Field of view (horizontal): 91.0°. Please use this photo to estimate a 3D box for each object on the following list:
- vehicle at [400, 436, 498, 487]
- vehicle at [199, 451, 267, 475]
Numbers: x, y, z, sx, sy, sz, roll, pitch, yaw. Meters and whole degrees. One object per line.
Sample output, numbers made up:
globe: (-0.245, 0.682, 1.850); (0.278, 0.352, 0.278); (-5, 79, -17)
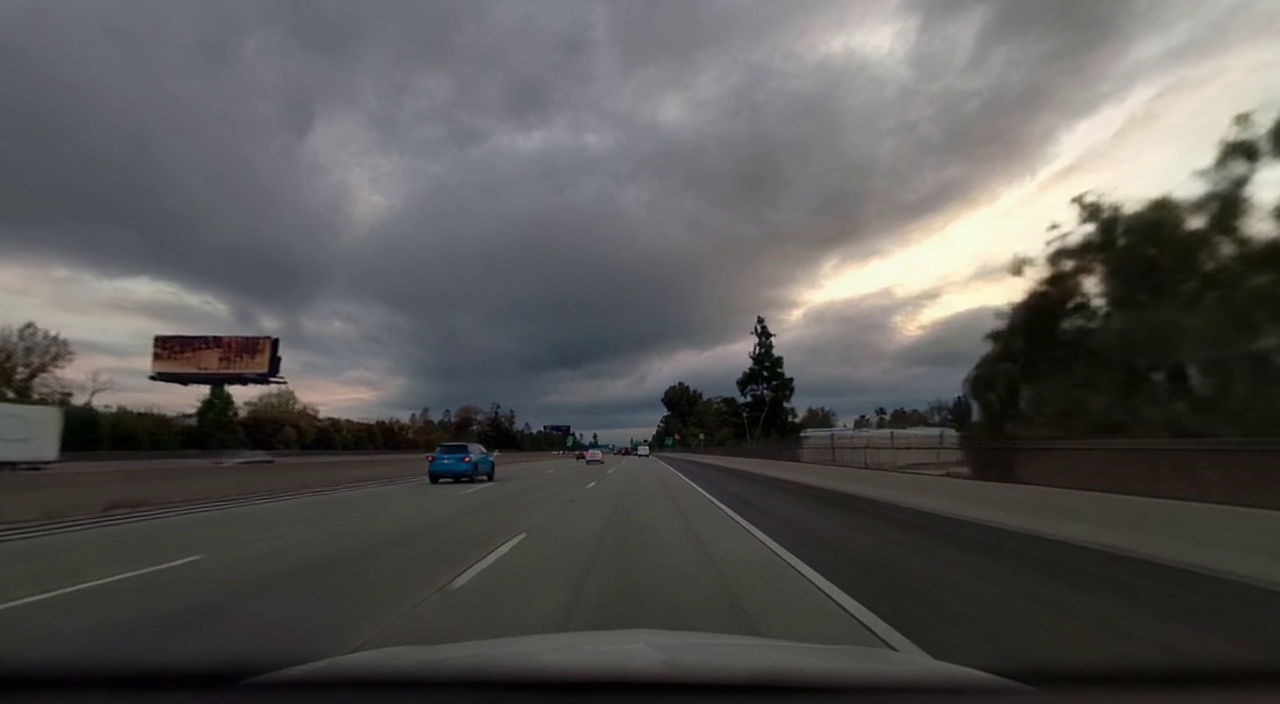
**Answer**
vehicle: (-6.973, 4.061, 23.597); (2.055, 1.683, 4.804); (0, -9, 1)
vehicle: (-28.249, 7.682, 43.831); (1.867, 1.523, 4.175); (0, -9, 1)
